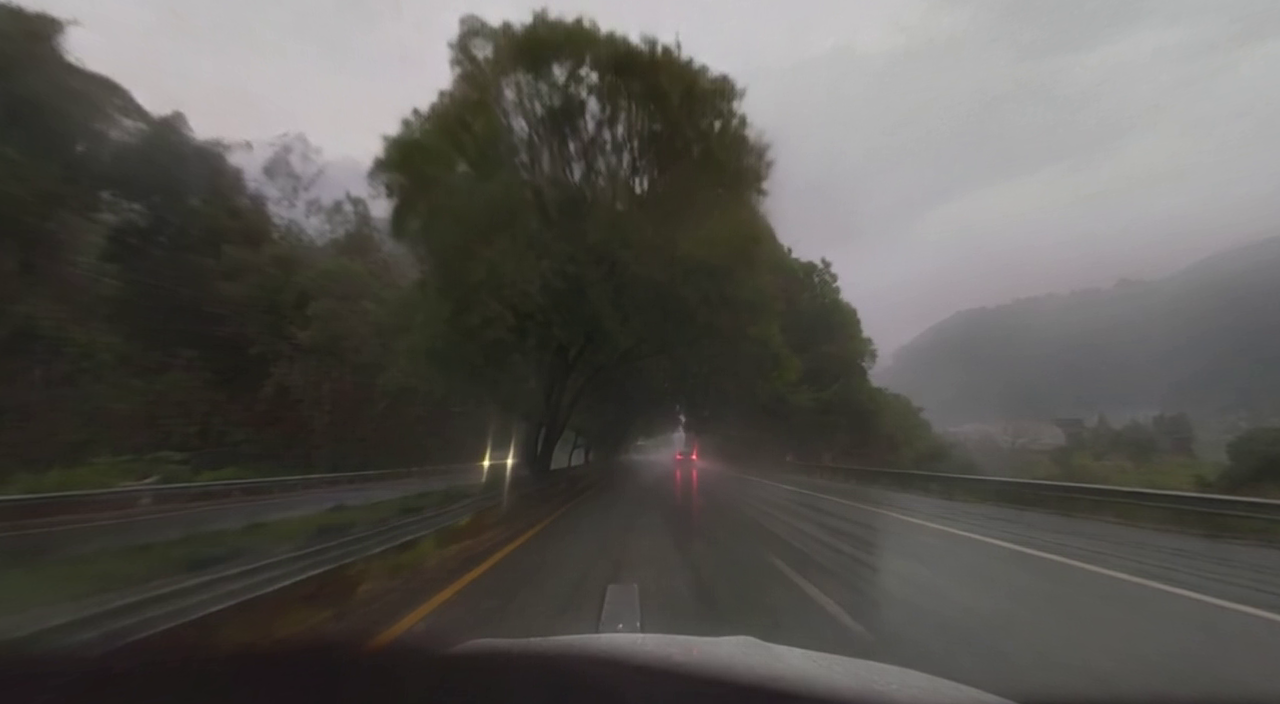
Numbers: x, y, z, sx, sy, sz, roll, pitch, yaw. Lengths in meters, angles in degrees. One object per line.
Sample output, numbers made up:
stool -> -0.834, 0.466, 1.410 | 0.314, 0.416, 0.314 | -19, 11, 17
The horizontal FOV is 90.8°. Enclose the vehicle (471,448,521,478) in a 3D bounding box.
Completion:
vehicle -> -9.220, 7.156, 40.922 | 2.177, 1.747, 4.436 | 0, -8, 0
